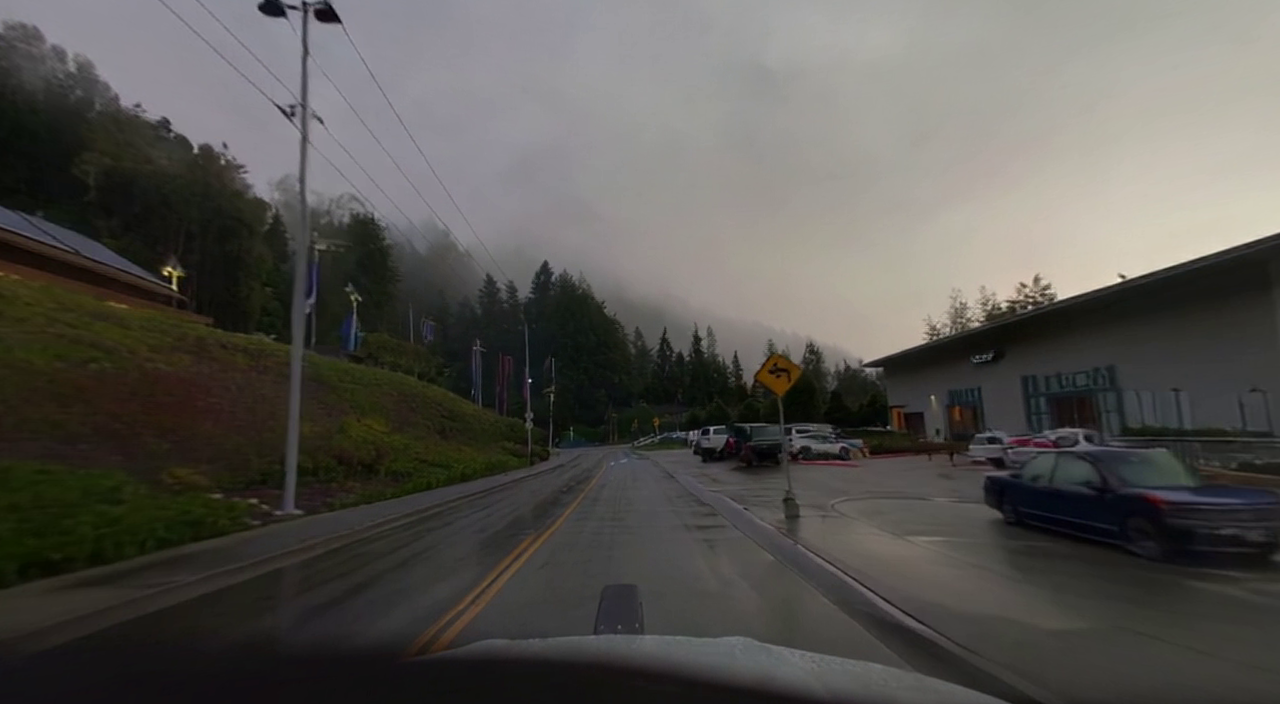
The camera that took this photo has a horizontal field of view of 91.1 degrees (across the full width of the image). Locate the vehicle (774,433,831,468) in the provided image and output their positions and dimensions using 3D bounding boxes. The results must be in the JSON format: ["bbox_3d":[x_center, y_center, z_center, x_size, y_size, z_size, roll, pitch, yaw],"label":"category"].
[{"bbox_3d":[8.511,5.230,33.367,1.924,1.713,4.627,-1,-9,2],"label":"vehicle"}]

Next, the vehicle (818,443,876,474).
[{"bbox_3d":[11.011,5.684,33.731,1.819,1.494,3.834,0,-9,1],"label":"vehicle"}]

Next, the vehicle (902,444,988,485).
[{"bbox_3d":[11.850,4.363,24.667,1.666,1.476,3.216,0,-9,-1],"label":"vehicle"}]

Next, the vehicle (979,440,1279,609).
[{"bbox_3d":[7.055,2.160,8.959,1.961,1.648,4.260,-1,-7,-1],"label":"vehicle"}]

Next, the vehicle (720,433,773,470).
[{"bbox_3d":[5.718,5.389,34.151,1.977,1.860,4.237,0,-9,-2],"label":"vehicle"}]
